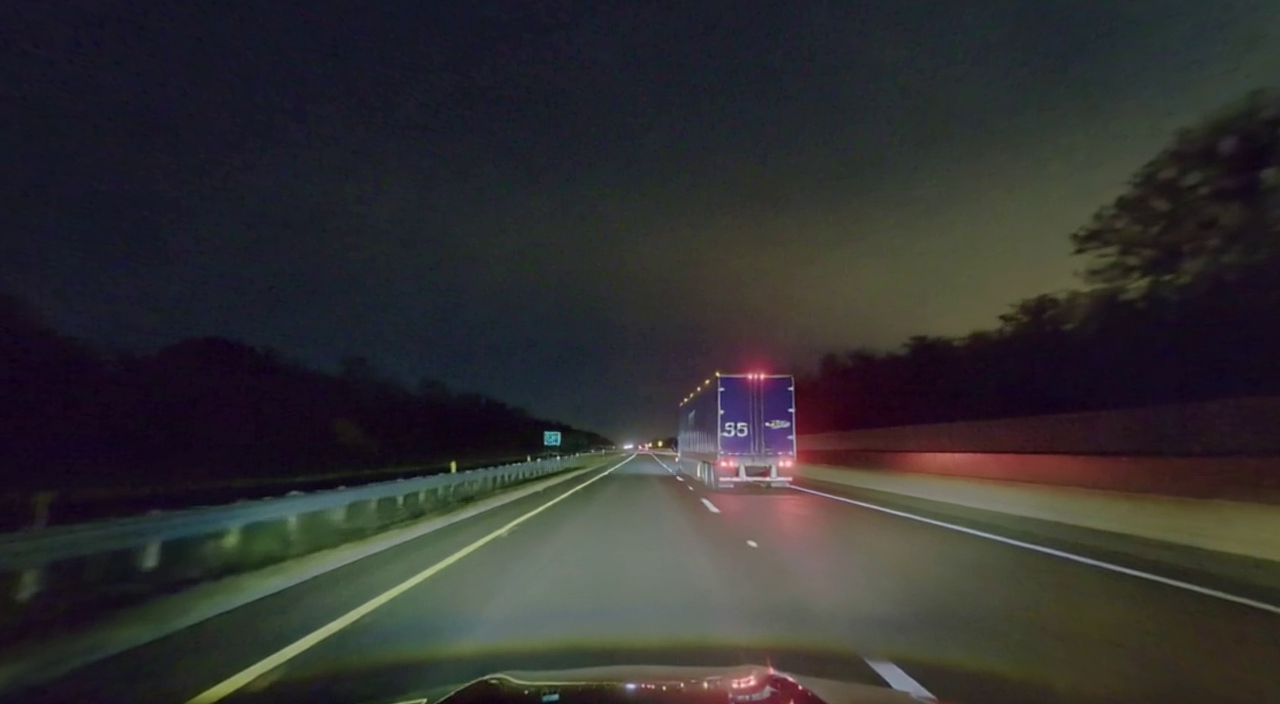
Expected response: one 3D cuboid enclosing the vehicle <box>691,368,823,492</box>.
[{"bbox_3d":[3.942,3.138,24.189,3.107,3.718,10.231,0,-9,0],"label":"vehicle"}]
